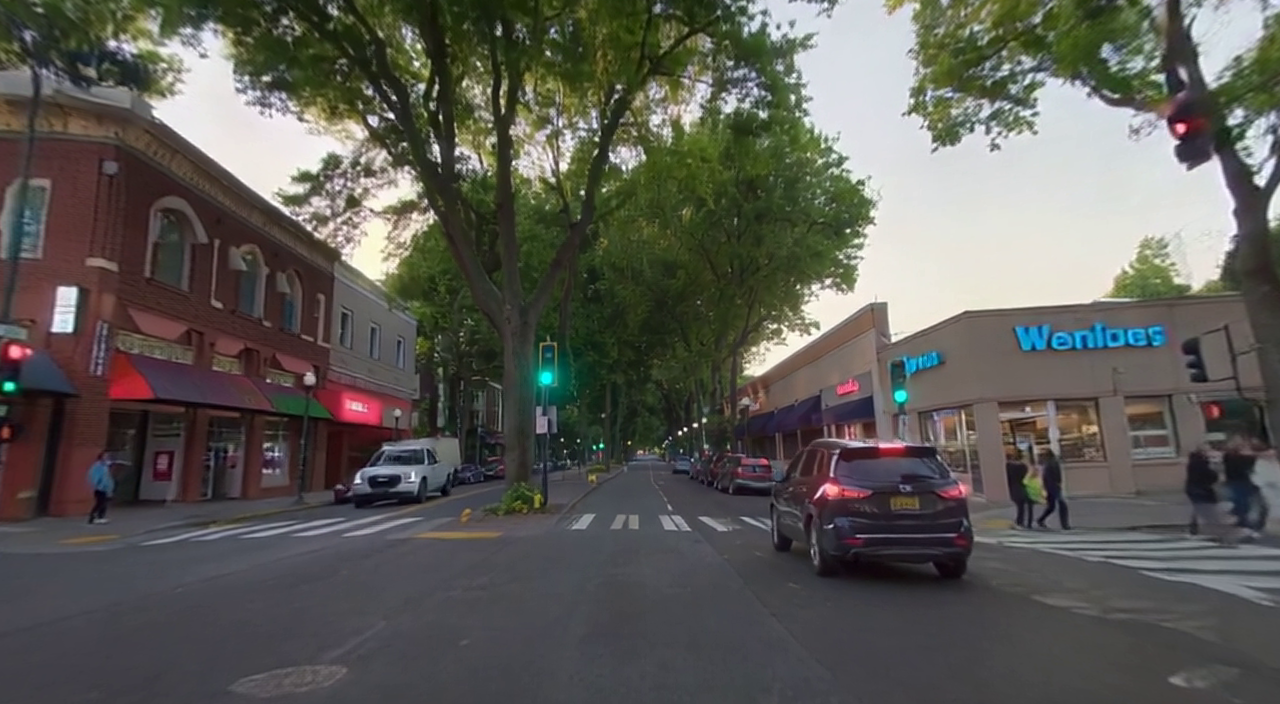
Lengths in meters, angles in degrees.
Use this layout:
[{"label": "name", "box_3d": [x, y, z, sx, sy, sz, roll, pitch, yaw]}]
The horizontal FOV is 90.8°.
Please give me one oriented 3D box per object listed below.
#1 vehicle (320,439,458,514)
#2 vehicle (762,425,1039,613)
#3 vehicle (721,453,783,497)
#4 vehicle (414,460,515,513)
[{"label": "vehicle", "box_3d": [-8.703, 4.325, 22.696, 2.489, 2.323, 5.843, 0, -8, 1]}, {"label": "vehicle", "box_3d": [2.624, 1.705, 7.138, 1.822, 1.654, 2.794, 0, -8, -2]}, {"label": "vehicle", "box_3d": [5.254, 5.811, 30.296, 2.010, 1.844, 4.386, 0, -8, -2]}, {"label": "vehicle", "box_3d": [-5.684, 4.407, 21.177, 1.983, 1.438, 4.559, 0, -8, 1]}]
